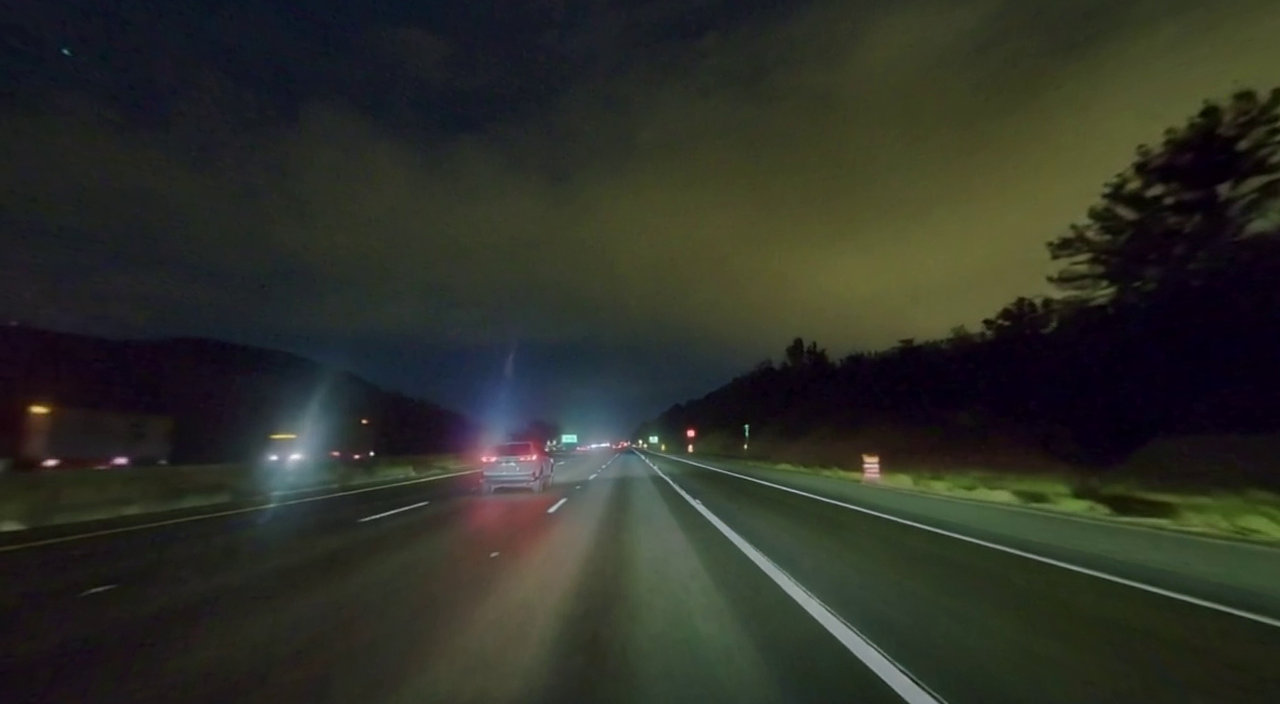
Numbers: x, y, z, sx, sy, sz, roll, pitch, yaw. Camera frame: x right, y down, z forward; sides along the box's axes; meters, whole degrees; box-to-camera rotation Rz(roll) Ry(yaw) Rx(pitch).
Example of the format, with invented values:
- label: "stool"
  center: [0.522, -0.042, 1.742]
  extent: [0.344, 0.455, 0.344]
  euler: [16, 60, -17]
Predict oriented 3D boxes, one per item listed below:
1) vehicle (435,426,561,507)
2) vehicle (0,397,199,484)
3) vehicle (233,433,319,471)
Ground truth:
- label: "vehicle"
  center: [-3.314, 2.786, 15.755]
  extent: [2.103, 1.715, 4.371]
  euler: [0, -9, 0]
- label: "vehicle"
  center: [-31.940, 5.026, 35.264]
  extent: [2.891, 4.097, 16.481]
  euler: [0, -9, 0]
- label: "vehicle"
  center: [-24.027, 6.622, 42.033]
  extent: [2.250, 2.320, 5.768]
  euler: [0, -9, 0]
